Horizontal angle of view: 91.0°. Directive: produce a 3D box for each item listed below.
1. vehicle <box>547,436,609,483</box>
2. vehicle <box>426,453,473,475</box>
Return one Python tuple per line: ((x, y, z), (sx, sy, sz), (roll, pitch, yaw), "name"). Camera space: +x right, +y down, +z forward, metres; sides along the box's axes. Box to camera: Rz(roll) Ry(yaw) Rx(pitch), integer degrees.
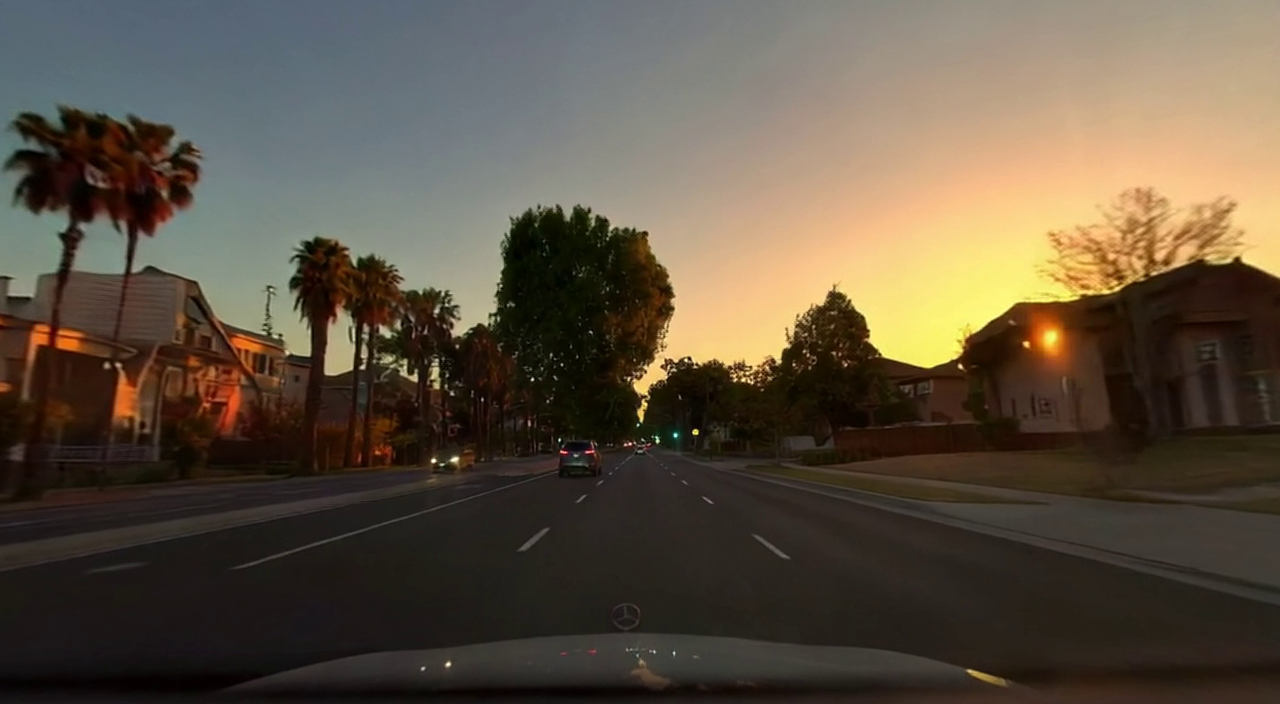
((-2.784, 5.037, 29.746), (2.370, 1.968, 5.698), (0, -9, 0), "vehicle")
((-14.172, 8.366, 47.248), (1.962, 1.511, 4.802), (0, -9, 1), "vehicle")
